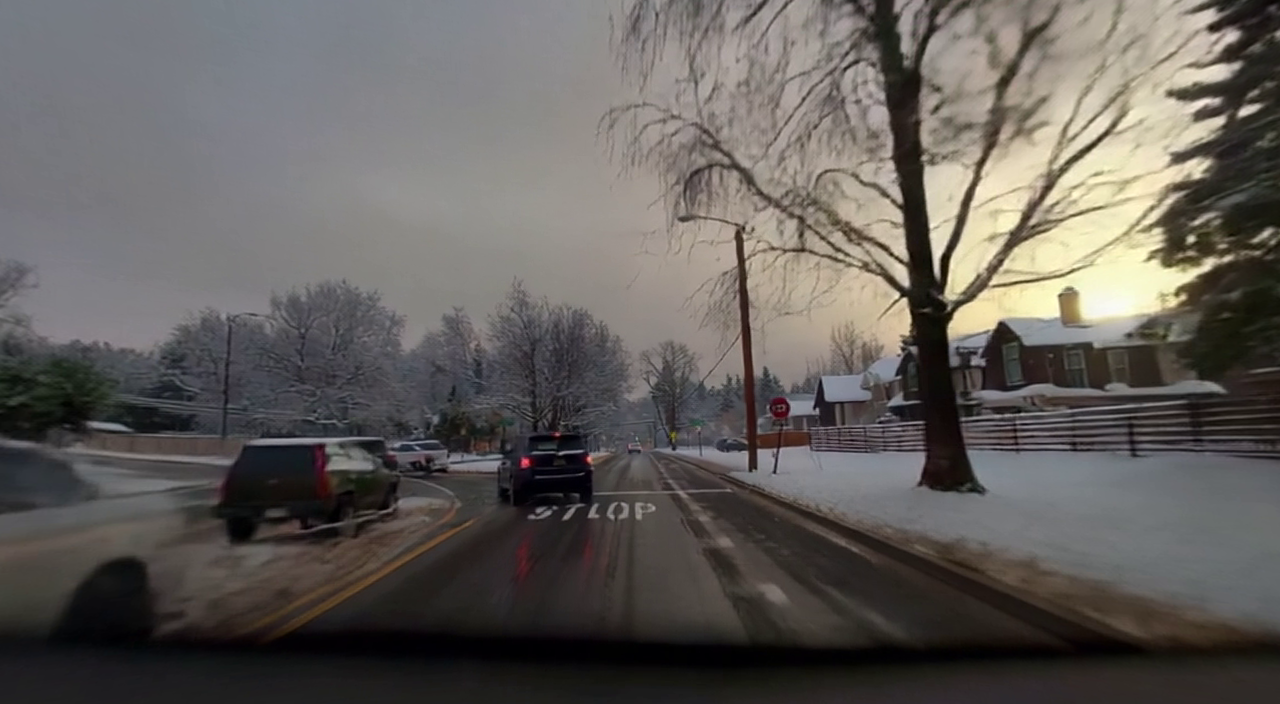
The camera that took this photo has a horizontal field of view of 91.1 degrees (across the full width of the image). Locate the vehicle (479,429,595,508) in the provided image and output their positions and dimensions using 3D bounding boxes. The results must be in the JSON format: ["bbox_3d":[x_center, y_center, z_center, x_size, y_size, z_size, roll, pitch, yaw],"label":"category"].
[{"bbox_3d":[-2.714,2.824,15.712,2.290,1.653,4.127,2,-9,-17],"label":"vehicle"}]

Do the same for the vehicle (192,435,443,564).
[{"bbox_3d":[-4.837,2.218,10.476,2.151,1.578,5.036,1,-9,-8],"label":"vehicle"}]

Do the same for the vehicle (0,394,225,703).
[{"bbox_3d":[-3.762,0.925,2.411,1.986,1.561,3.805,1,-9,-6],"label":"vehicle"}]
